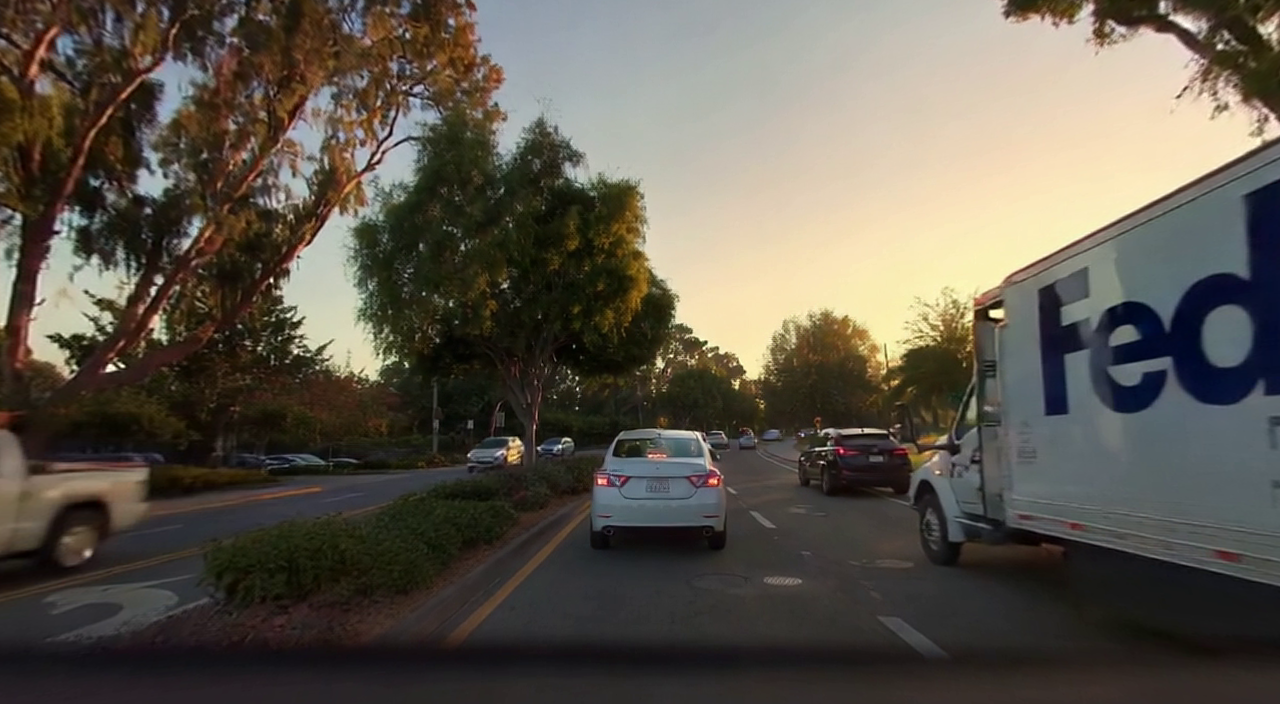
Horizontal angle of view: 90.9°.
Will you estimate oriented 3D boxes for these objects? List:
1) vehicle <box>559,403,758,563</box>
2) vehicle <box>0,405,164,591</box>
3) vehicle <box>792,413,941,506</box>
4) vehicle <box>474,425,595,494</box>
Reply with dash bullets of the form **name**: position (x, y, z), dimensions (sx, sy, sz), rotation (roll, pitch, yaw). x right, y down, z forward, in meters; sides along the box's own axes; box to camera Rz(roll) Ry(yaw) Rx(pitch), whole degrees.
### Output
- **vehicle**: position (0.212, 1.728, 9.007), dimensions (2.154, 1.710, 4.128), rotation (-1, -8, 0)
- **vehicle**: position (-7.477, 1.443, 6.117), dimensions (2.051, 1.843, 4.469), rotation (-1, -8, 3)
- **vehicle**: position (5.238, 2.549, 15.373), dimensions (2.059, 1.864, 4.700), rotation (1, -8, 2)
- **vehicle**: position (-2.959, 3.178, 19.005), dimensions (2.057, 1.786, 4.725), rotation (-2, -8, 11)
